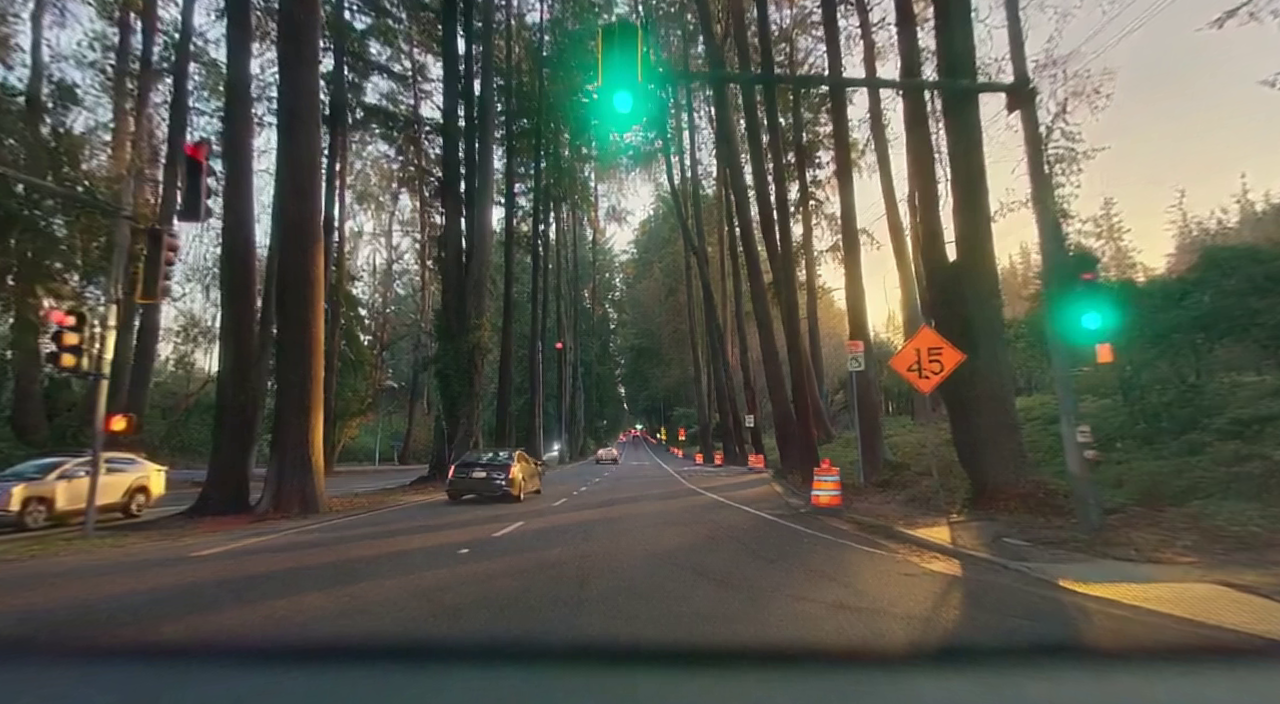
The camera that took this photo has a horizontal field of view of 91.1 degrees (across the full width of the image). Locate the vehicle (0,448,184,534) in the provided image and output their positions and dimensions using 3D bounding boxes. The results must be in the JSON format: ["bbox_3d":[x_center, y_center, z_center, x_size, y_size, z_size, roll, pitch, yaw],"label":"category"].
[{"bbox_3d":[-11.939,2.685,12.690,1.898,1.459,4.587,0,-8,1],"label":"vehicle"}]

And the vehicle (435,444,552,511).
[{"bbox_3d":[-3.632,3.171,16.345,2.029,1.511,3.922,0,-8,1],"label":"vehicle"}]
